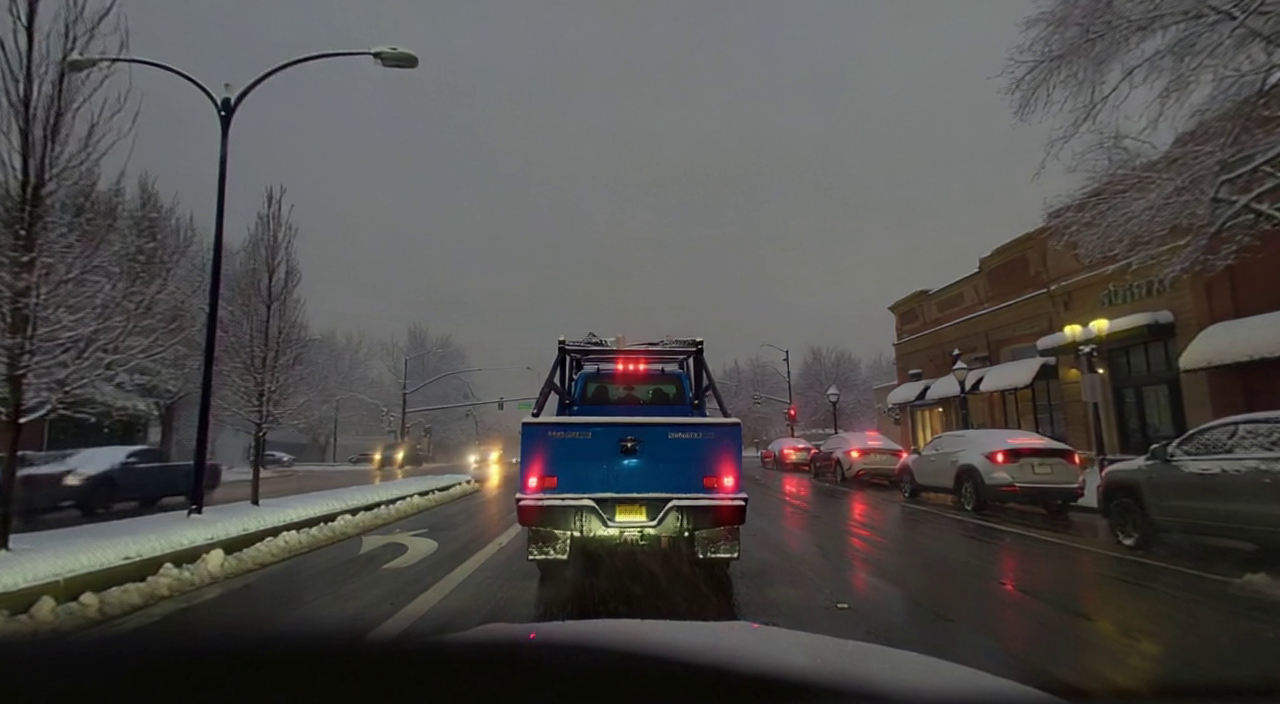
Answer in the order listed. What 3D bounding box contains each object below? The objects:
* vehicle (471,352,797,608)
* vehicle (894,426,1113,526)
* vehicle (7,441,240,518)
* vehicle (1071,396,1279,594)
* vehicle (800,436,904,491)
[{"bbox_3d":[-0.099,1.475,8.164,2.682,2.117,5.706,0,-9,-1],"label":"vehicle"},{"bbox_3d":[7.070,2.440,12.962,1.931,1.692,4.267,0,-9,0],"label":"vehicle"},{"bbox_3d":[-12.359,3.039,15.639,1.928,1.591,4.509,0,-9,0],"label":"vehicle"},{"bbox_3d":[6.807,1.358,6.132,2.023,1.771,4.488,0,-9,0],"label":"vehicle"},{"bbox_3d":[7.063,3.743,21.592,1.953,1.665,4.327,0,-9,-2],"label":"vehicle"}]
